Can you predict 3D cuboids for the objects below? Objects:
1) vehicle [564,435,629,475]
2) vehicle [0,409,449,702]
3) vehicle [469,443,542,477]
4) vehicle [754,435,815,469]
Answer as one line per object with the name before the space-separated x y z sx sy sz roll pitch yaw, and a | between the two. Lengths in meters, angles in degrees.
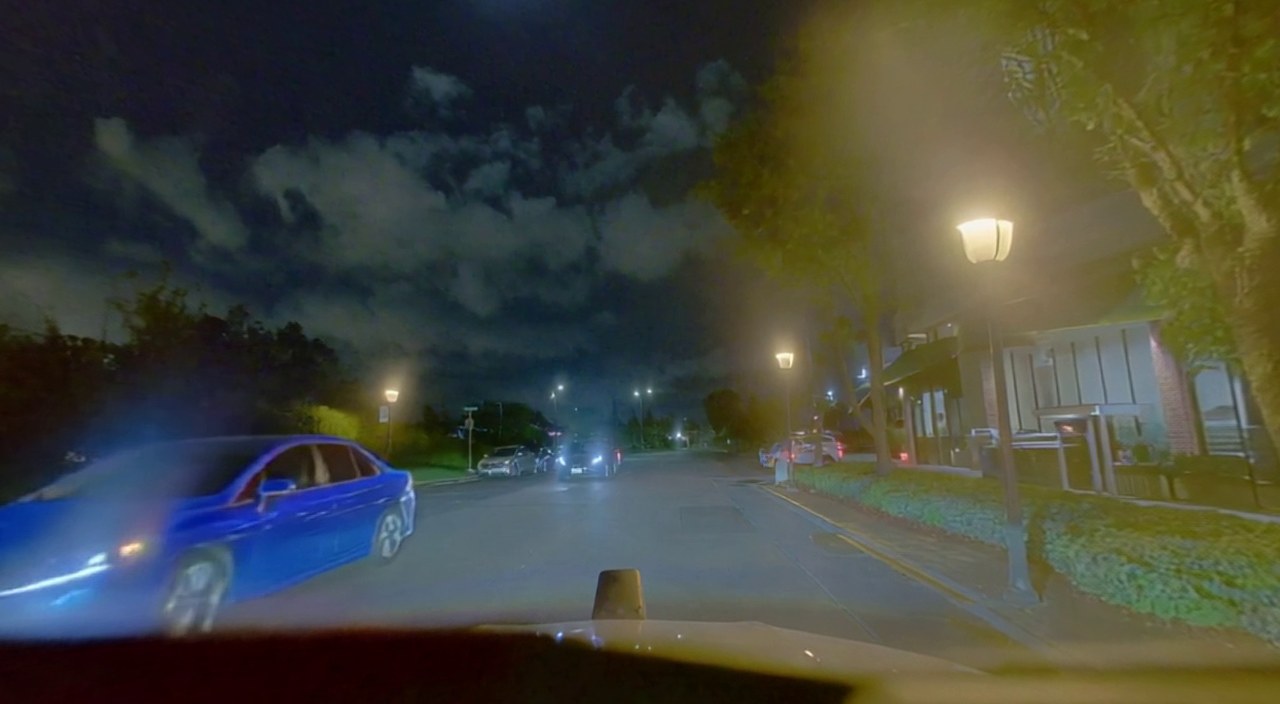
vehicle | -1.879 4.678 28.893 2.110 1.651 4.410 -1 -9 8
vehicle | -3.537 1.408 5.672 2.056 1.508 4.596 -1 -9 2
vehicle | -6.075 4.933 29.086 1.968 1.443 4.358 -1 -9 6
vehicle | 6.686 4.685 29.695 1.918 1.461 4.419 0 -8 1
